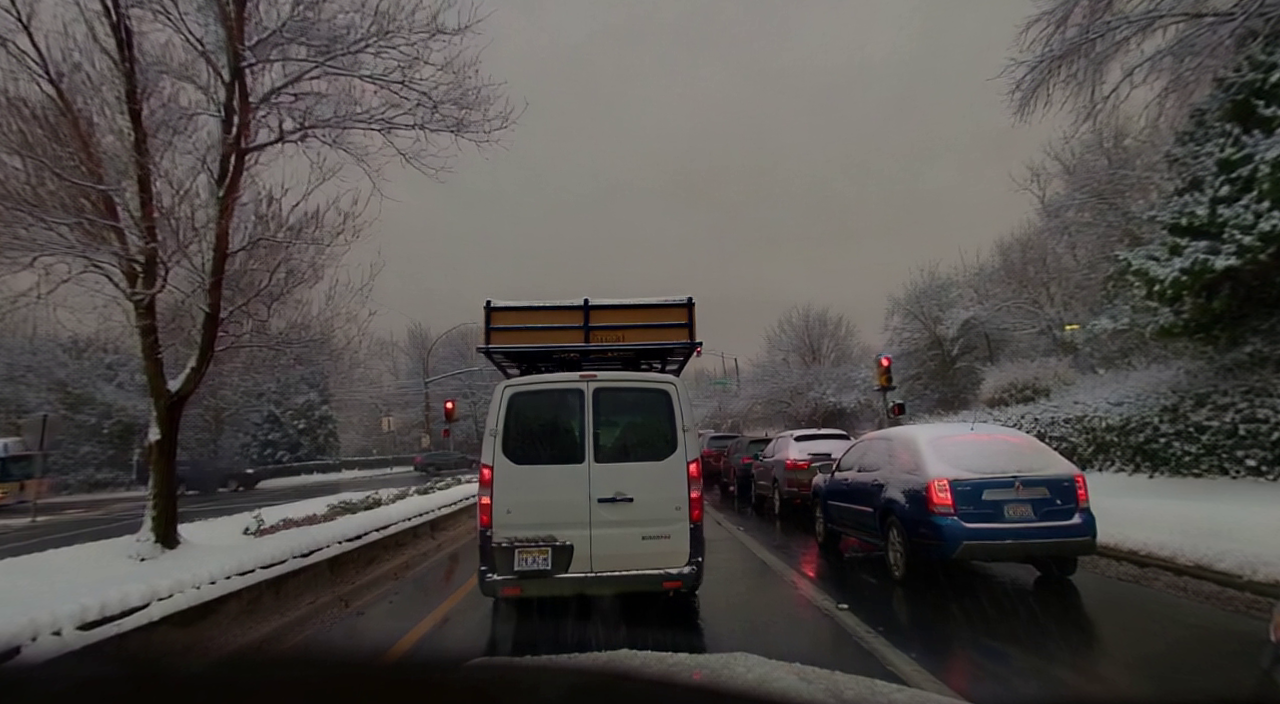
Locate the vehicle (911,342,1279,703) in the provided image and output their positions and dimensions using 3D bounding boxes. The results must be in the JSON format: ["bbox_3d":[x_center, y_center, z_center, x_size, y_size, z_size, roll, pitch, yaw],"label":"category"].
[{"bbox_3d":[3.459,0.944,3.415,1.965,1.671,4.146,0,-9,-3],"label":"vehicle"}]

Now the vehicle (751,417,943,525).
[{"bbox_3d":[3.696,2.215,12.271,2.024,1.692,4.252,1,-9,-4],"label":"vehicle"}]

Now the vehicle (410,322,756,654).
[{"bbox_3d":[-0.364,1.157,6.195,2.145,2.089,4.309,0,-9,0],"label":"vehicle"}]

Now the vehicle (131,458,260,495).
[{"bbox_3d":[-20.800,5.820,29.782,4.501,1.613,1.852,2,-9,-12],"label":"vehicle"}]
